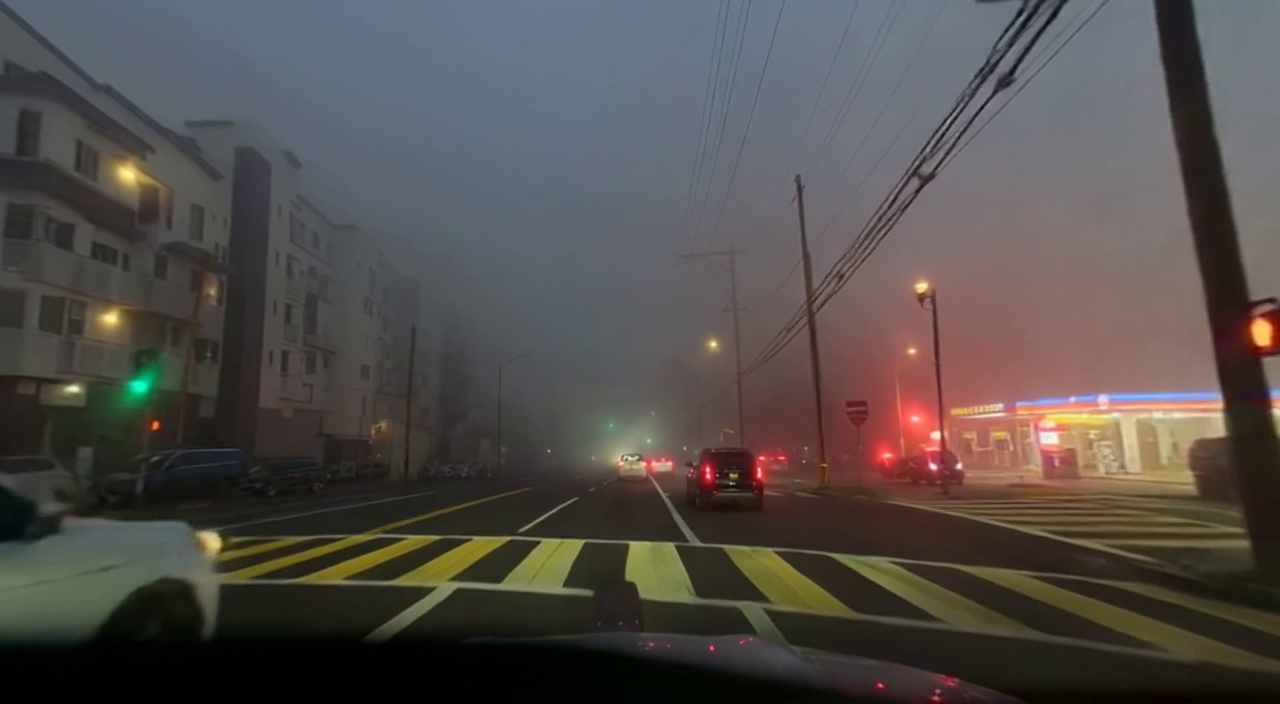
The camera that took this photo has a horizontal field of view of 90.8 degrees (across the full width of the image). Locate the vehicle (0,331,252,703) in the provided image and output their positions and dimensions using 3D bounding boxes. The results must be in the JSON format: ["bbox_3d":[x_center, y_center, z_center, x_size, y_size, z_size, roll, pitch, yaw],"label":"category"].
[{"bbox_3d":[-3.210,0.668,1.107,2.221,1.706,4.451,-1,-8,0],"label":"vehicle"}]

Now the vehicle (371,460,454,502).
[{"bbox_3d":[-9.536,5.406,26.899,1.859,1.451,4.447,-1,-8,1],"label":"vehicle"}]

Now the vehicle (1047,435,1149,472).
[{"bbox_3d":[21.109,4.666,29.347,1.856,1.530,3.933,-1,-8,2],"label":"vehicle"}]

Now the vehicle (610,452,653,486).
[{"bbox_3d":[-0.421,5.811,31.570,1.999,1.487,3.939,-1,-8,0],"label":"vehicle"}]

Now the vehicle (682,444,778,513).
[{"bbox_3d":[2.395,3.458,17.890,1.945,1.647,4.160,0,-8,-2],"label":"vehicle"}]

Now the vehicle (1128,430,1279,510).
[{"bbox_3d":[15.316,2.744,15.031,5.302,1.633,2.206,-5,-6,19],"label":"vehicle"}]

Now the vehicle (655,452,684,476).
[{"bbox_3d":[2.262,8.599,48.751,1.953,1.687,4.094,-1,-8,-1],"label":"vehicle"}]

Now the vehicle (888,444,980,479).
[{"bbox_3d":[13.587,5.053,29.571,1.846,1.480,4.649,0,-8,-3],"label":"vehicle"}]
